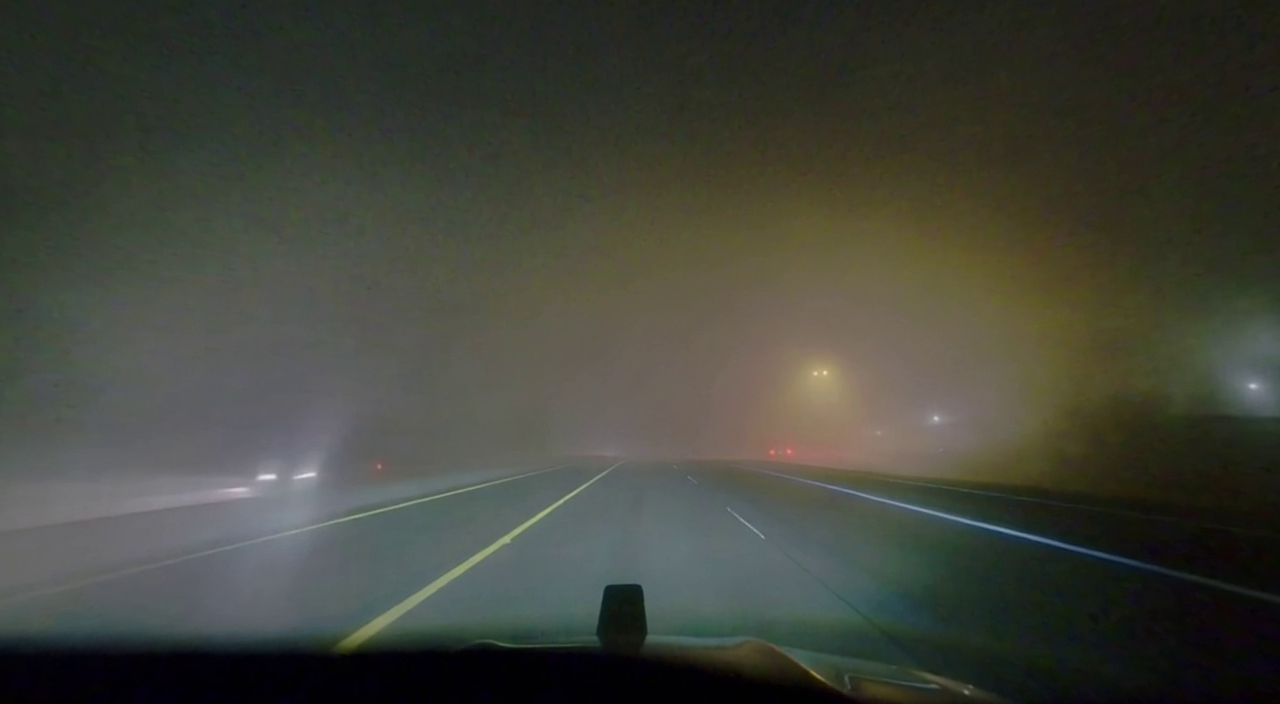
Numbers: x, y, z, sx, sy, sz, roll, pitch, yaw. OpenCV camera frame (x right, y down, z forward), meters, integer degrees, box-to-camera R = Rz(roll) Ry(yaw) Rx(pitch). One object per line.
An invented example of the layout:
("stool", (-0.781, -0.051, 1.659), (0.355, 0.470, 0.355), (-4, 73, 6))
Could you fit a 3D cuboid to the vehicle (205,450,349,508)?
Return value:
("vehicle", (-10.522, 3.676, 18.688), (1.750, 1.465, 4.091), (-1, -8, 1))
